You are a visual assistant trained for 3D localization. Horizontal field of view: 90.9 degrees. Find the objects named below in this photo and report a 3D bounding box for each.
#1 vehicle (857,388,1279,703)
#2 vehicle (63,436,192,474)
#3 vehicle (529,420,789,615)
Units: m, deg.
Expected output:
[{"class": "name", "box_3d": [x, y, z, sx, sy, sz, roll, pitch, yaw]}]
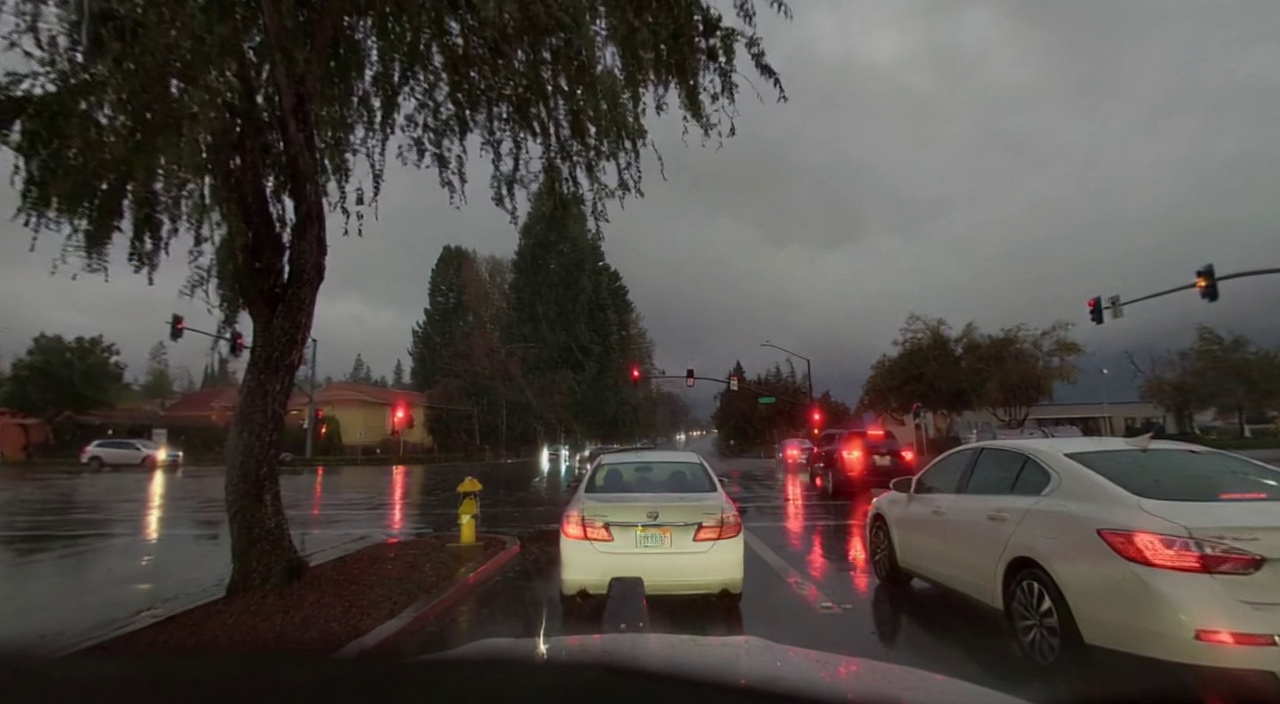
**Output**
[{"class": "vehicle", "box_3d": [3.170, 1.123, 3.893, 1.931, 1.493, 4.555, 0, -8, -1]}, {"class": "vehicle", "box_3d": [-24.267, 4.869, 29.989, 4.450, 1.684, 1.894, 0, -8, 0]}, {"class": "vehicle", "box_3d": [0.104, 1.565, 6.880, 2.017, 1.485, 3.813, 0, -8, -1]}]
